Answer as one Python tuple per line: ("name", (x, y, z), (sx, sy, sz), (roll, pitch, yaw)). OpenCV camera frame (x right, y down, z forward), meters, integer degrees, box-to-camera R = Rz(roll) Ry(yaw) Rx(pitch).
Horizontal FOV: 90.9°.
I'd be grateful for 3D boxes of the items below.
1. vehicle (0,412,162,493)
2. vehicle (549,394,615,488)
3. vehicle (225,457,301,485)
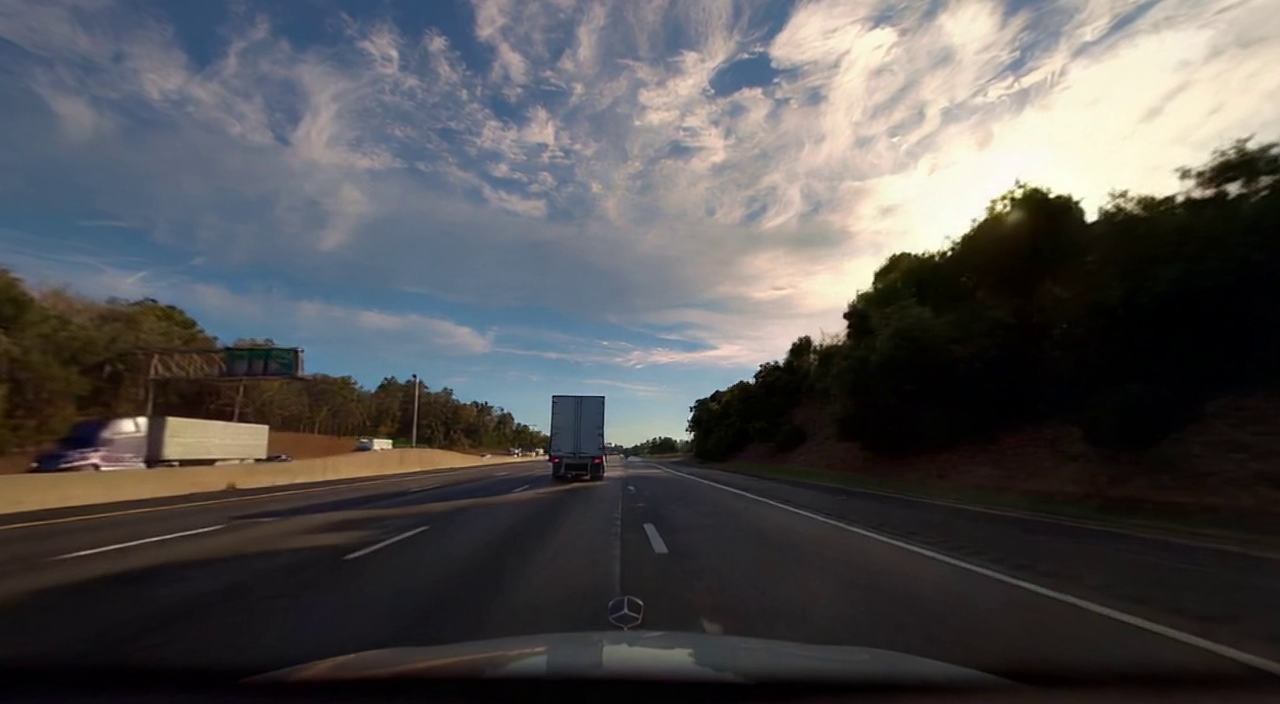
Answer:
("vehicle", (-28.937, 5.236, 32.962), (2.974, 3.835, 6.127), (0, -9, -2))
("vehicle", (-2.908, 4.860, 33.842), (2.875, 4.056, 12.312), (0, -9, -3))
("vehicle", (-21.571, 6.809, 36.250), (1.742, 1.441, 4.375), (0, -9, -2))
